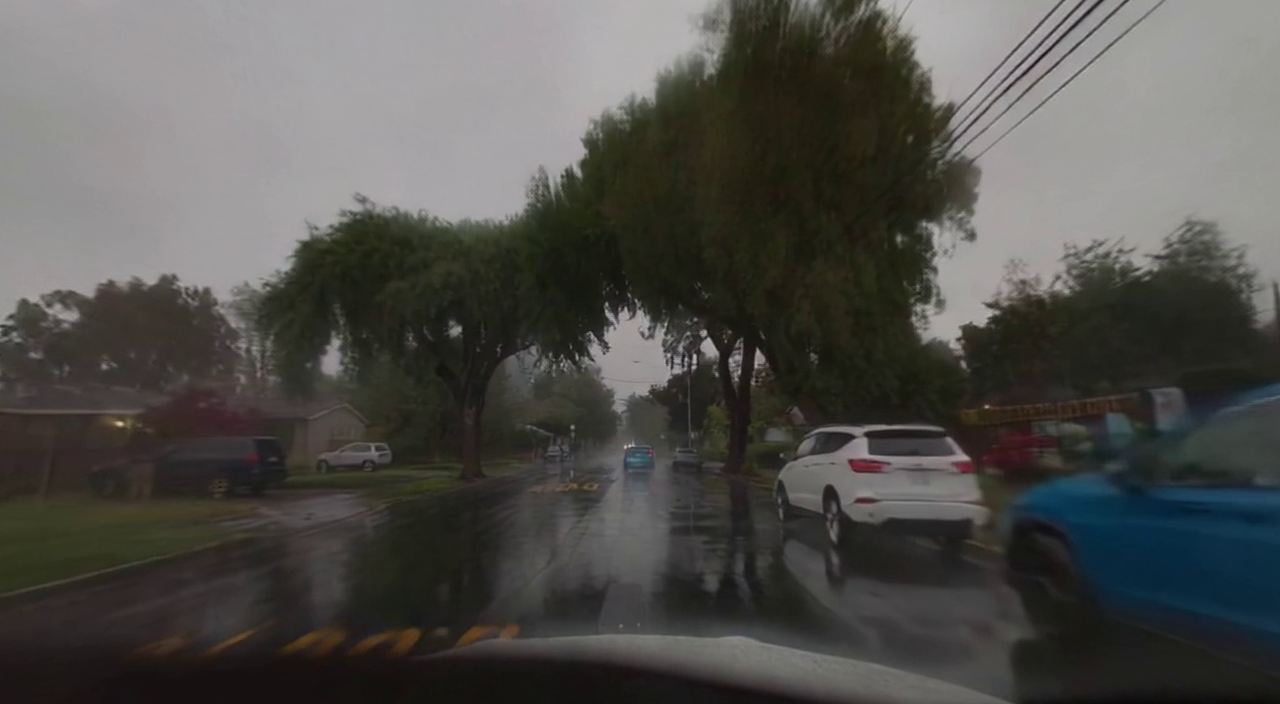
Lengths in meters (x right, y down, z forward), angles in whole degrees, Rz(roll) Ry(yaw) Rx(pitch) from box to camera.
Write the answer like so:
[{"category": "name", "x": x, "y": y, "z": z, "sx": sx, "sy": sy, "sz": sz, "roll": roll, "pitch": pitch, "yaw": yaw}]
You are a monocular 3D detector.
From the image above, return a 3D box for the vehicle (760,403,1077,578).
[{"category": "vehicle", "x": 3.449, "y": 1.873, "z": 9.505, "sx": 2.135, "sy": 1.809, "sz": 5.682, "roll": 0, "pitch": -9, "yaw": -1}]

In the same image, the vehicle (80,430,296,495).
[{"category": "vehicle", "x": -13.354, "y": 3.273, "z": 18.921, "sx": 4.836, "sy": 1.831, "sz": 1.982, "roll": 0, "pitch": -9, "yaw": -1}]

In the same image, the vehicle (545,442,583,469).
[{"category": "vehicle", "x": -5.693, "y": 7.783, "z": 47.974, "sx": 2.126, "sy": 1.816, "sz": 4.796, "roll": -3, "pitch": -8, "yaw": 1}]

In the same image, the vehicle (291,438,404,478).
[{"category": "vehicle", "x": -13.440, "y": 4.877, "z": 29.248, "sx": 4.253, "sy": 1.772, "sz": 1.980, "roll": 0, "pitch": -9, "yaw": -3}]

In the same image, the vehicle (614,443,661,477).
[{"category": "vehicle", "x": -0.131, "y": 4.952, "z": 29.187, "sx": 2.000, "sy": 1.449, "sz": 4.006, "roll": 0, "pitch": -8, "yaw": 0}]

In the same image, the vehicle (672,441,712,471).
[{"category": "vehicle", "x": 3.093, "y": 6.266, "z": 38.362, "sx": 1.978, "sy": 1.690, "sz": 4.306, "roll": 0, "pitch": -9, "yaw": -1}]

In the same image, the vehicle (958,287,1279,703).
[{"category": "vehicle", "x": 3.595, "y": 0.717, "z": 2.316, "sx": 2.221, "sy": 1.960, "sz": 4.927, "roll": 0, "pitch": -8, "yaw": 0}]
